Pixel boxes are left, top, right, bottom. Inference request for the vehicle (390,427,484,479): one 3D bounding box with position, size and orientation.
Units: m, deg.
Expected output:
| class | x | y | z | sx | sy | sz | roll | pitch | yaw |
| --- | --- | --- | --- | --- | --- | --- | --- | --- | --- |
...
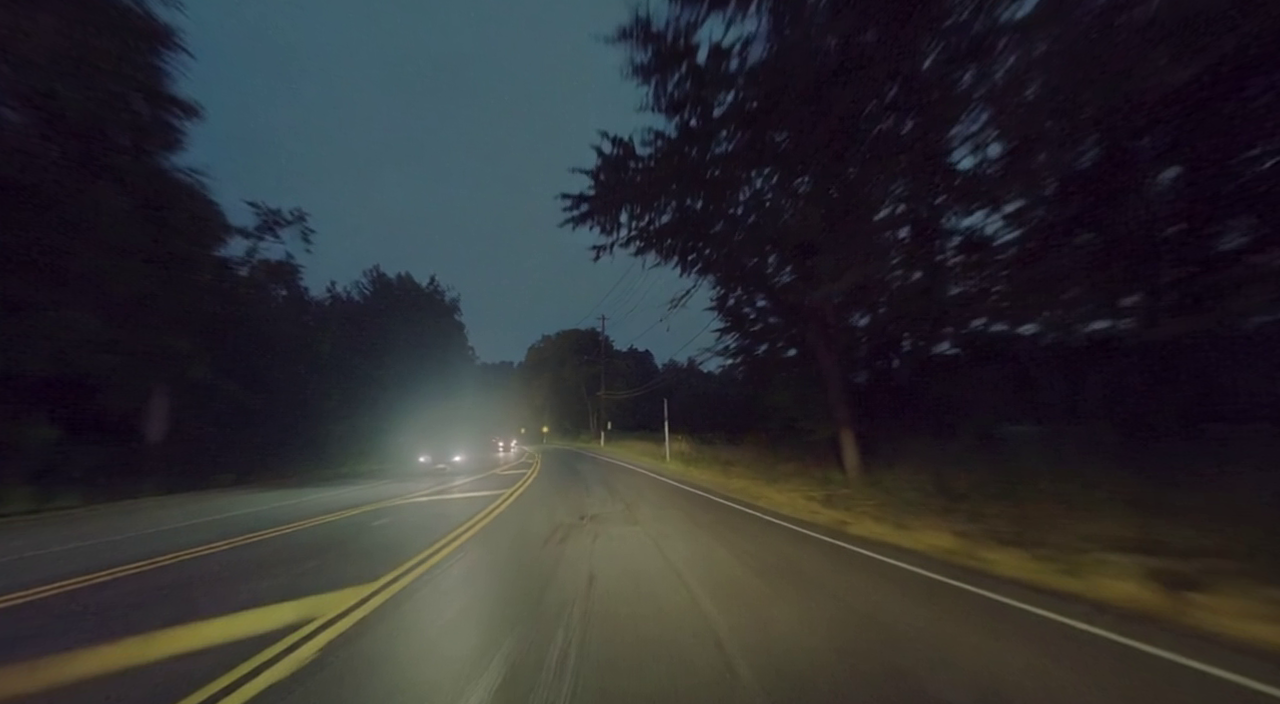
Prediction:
| class | x | y | z | sx | sy | sz | roll | pitch | yaw |
| --- | --- | --- | --- | --- | --- | --- | --- | --- | --- |
| vehicle | -8.354 | 4.217 | 26.711 | 2.397 | 1.932 | 5.703 | 1 | -8 | -4 |
